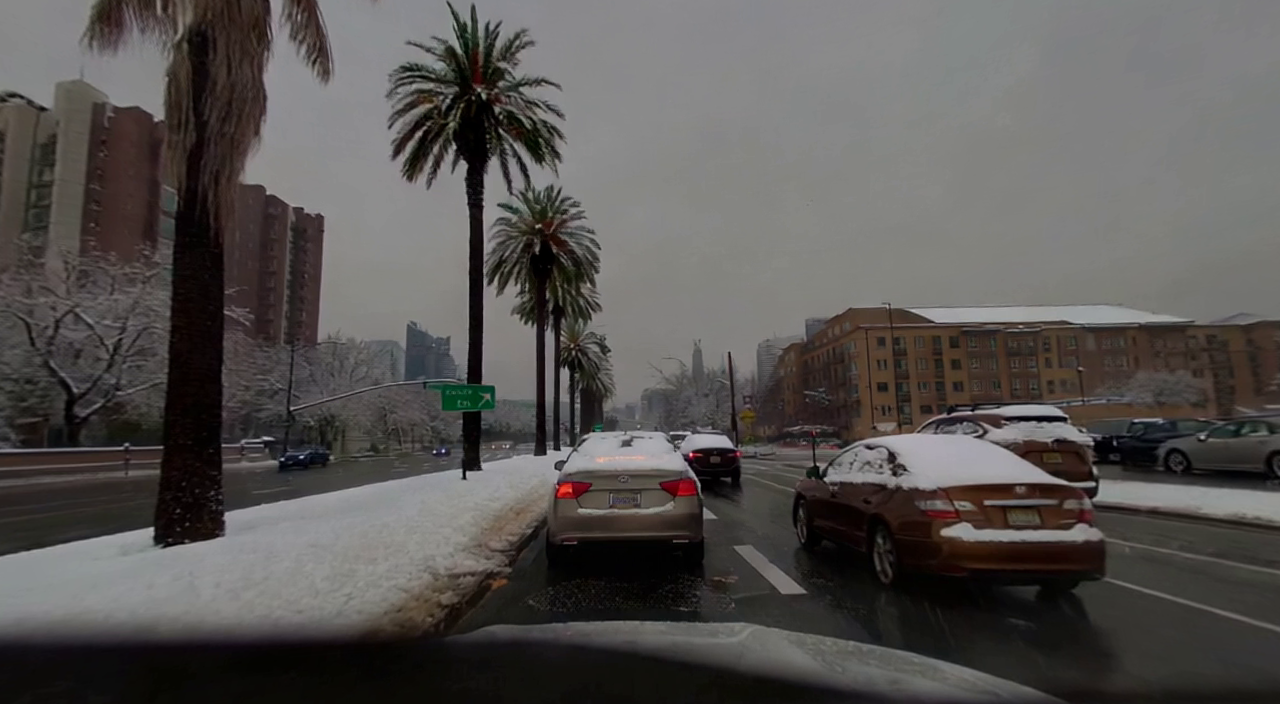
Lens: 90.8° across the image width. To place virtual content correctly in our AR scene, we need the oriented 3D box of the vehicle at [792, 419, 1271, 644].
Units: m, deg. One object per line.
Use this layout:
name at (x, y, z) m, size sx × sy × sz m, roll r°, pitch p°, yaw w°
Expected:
vehicle at (3.144, 1.515, 6.456) m, size 1.925 × 1.451 × 4.436 m, roll 0°, pitch -8°, yaw -2°

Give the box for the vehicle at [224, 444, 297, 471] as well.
vehicle at (-28.255, 7.869, 47.272) m, size 2.115 × 1.884 × 5.481 m, roll 0°, pitch -8°, yaw -1°

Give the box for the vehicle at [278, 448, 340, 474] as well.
vehicle at (-20.568, 6.763, 39.396) m, size 1.764 × 1.510 × 3.827 m, roll 0°, pitch -9°, yaw 0°

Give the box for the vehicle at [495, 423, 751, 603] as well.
vehicle at (-0.156, 1.659, 7.373) m, size 2.158 × 1.498 × 3.919 m, roll 0°, pitch -8°, yaw 0°
